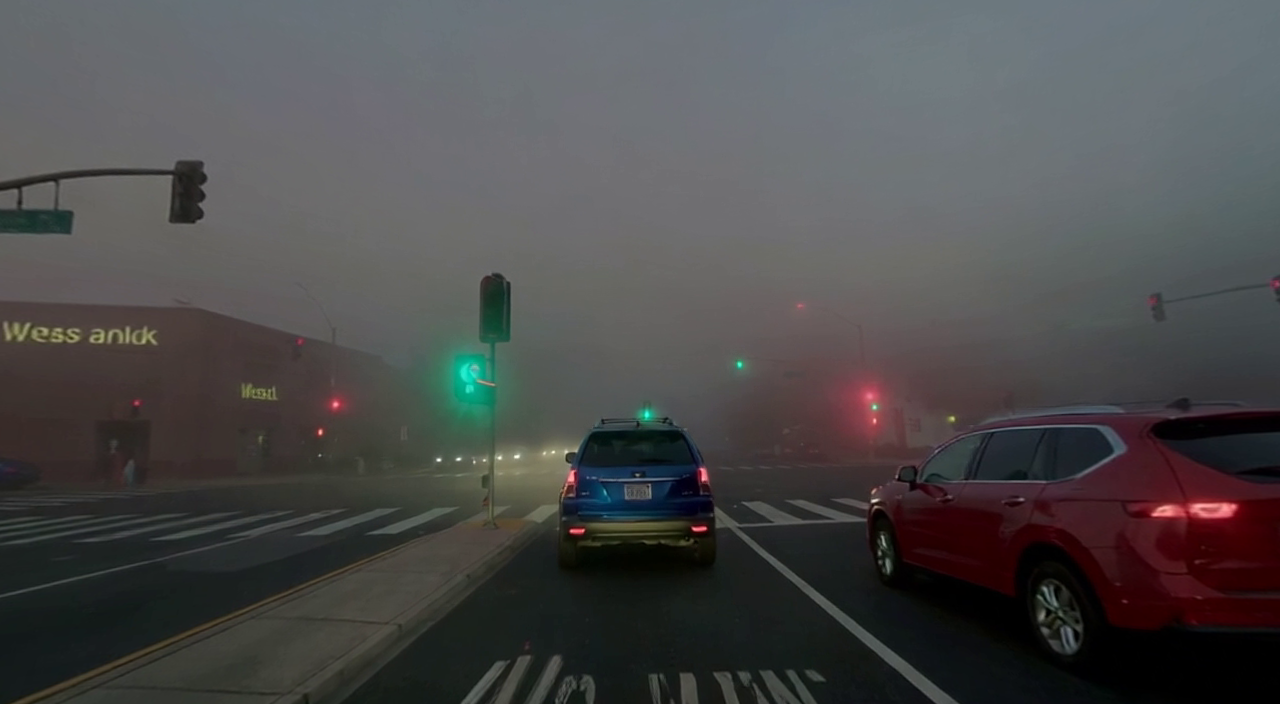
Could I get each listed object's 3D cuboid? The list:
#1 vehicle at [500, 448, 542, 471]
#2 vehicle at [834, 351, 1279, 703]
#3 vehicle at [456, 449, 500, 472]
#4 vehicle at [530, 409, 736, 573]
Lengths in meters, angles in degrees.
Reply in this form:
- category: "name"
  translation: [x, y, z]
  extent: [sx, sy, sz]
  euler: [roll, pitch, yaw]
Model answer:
- category: "vehicle"
  translation: [-8.543, 7.742, 45.738]
  extent: [2.163, 1.529, 4.210]
  euler: [0, -9, 1]
- category: "vehicle"
  translation: [3.209, 1.150, 4.770]
  extent: [2.040, 1.674, 4.455]
  euler: [0, -9, 0]
- category: "vehicle"
  translation: [-11.816, 7.914, 46.427]
  extent: [2.005, 1.596, 4.342]
  euler: [-1, -9, 1]
- category: "vehicle"
  translation: [-0.120, 1.844, 9.179]
  extent: [2.238, 1.762, 4.445]
  euler: [0, -9, -1]
